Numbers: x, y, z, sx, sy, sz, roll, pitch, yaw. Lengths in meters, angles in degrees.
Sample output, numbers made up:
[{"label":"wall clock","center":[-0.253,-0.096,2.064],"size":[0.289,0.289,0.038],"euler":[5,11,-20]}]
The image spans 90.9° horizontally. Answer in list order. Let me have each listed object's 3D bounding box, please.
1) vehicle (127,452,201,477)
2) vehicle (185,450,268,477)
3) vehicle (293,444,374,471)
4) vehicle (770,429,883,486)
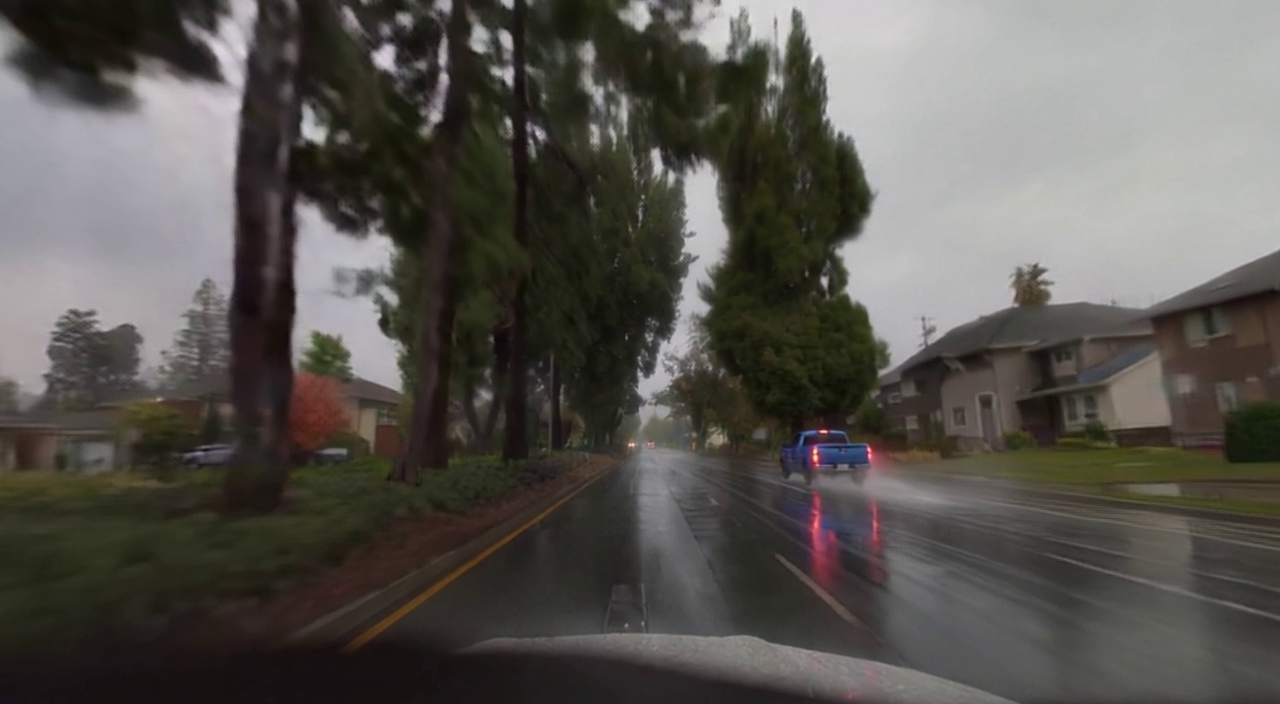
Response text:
[{"label":"vehicle","center":[-36.274,8.543,48.081],"size":[4.128,1.570,1.995],"euler":[-4,-7,5]},{"label":"vehicle","center":[-30.735,8.263,46.864],"size":[5.297,1.831,2.122],"euler":[-2,-9,16]},{"label":"vehicle","center":[-24.231,8.299,49.880],"size":[5.541,2.074,2.416],"euler":[-3,-9,19]},{"label":"vehicle","center":[6.415,3.708,22.571],"size":[2.262,1.769,5.666],"euler":[0,-8,-1]}]
